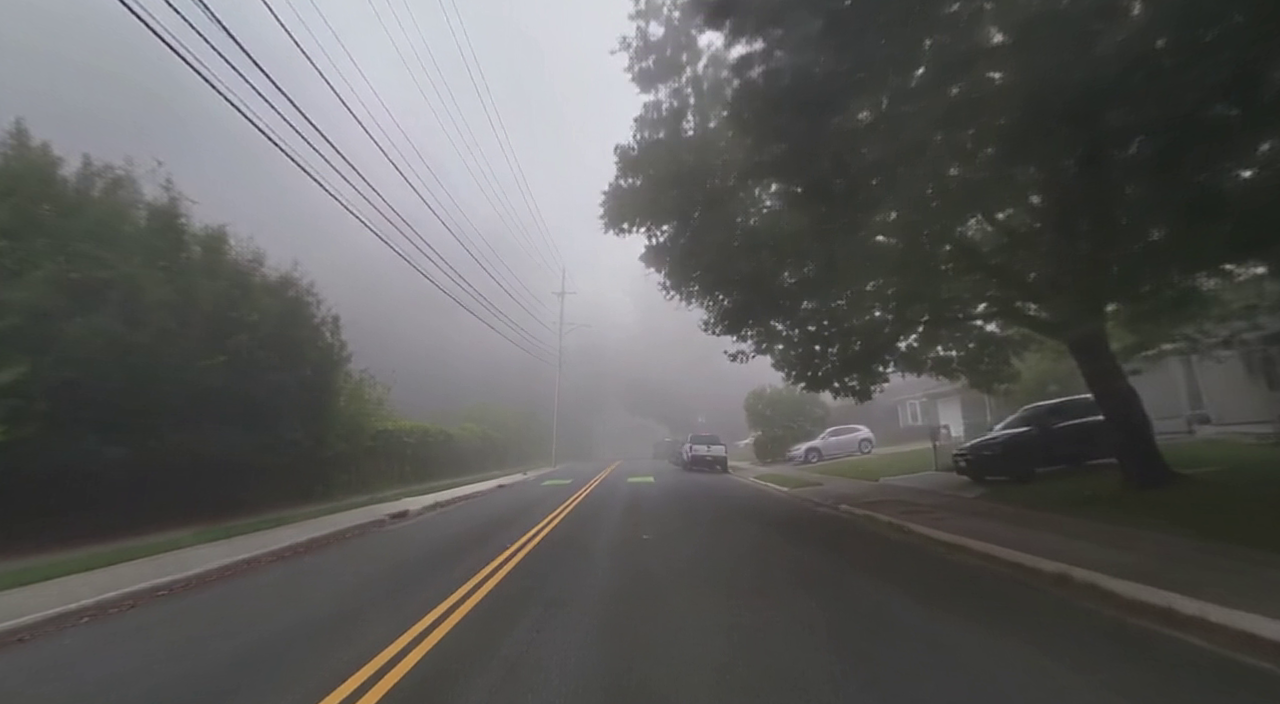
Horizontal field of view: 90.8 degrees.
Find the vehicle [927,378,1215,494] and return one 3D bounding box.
[{"bbox_3d":[9.401,1.854,14.049,4.922,1.846,1.941,-6,-8,-5],"label":"vehicle"}]

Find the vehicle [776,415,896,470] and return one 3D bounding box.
[{"bbox_3d":[8.522,3.981,27.830,4.418,1.648,2.017,-9,-9,-2],"label":"vehicle"}]

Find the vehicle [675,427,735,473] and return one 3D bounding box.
[{"bbox_3d":[3.065,4.839,31.272,2.347,2.070,5.735,0,-9,0],"label":"vehicle"}]
